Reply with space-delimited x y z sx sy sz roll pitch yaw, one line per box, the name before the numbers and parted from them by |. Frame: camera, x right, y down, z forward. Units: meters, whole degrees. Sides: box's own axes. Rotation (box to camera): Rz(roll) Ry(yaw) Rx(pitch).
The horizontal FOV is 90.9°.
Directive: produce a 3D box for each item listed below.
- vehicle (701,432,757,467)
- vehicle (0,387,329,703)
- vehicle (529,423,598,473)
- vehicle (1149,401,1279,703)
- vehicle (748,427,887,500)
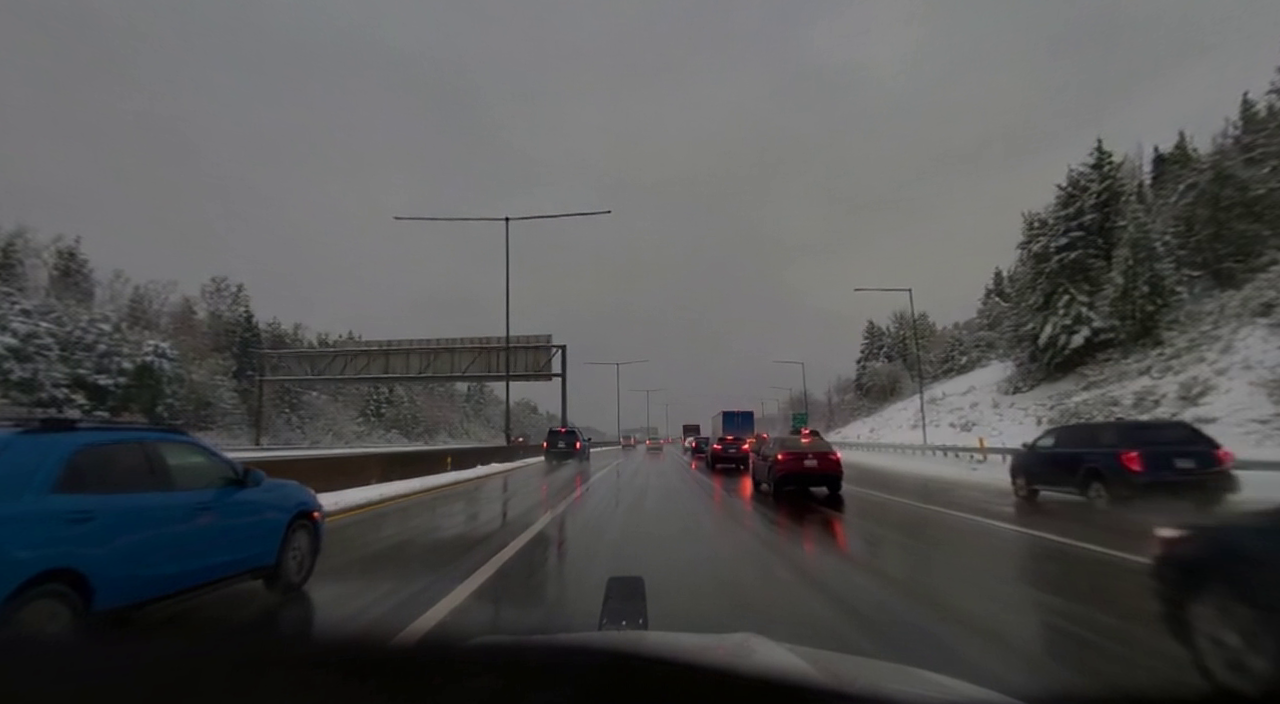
vehicle | 3.952 4.418 28.694 1.933 1.492 4.125 0 -8 0
vehicle | -3.624 0.954 3.072 1.914 1.476 4.416 0 -8 1
vehicle | -2.854 3.691 24.456 2.006 1.741 4.277 0 -8 2
vehicle | 3.984 0.748 1.302 2.088 1.491 4.549 0 -8 1
vehicle | 4.064 2.644 15.420 1.999 1.482 4.743 0 -8 0
